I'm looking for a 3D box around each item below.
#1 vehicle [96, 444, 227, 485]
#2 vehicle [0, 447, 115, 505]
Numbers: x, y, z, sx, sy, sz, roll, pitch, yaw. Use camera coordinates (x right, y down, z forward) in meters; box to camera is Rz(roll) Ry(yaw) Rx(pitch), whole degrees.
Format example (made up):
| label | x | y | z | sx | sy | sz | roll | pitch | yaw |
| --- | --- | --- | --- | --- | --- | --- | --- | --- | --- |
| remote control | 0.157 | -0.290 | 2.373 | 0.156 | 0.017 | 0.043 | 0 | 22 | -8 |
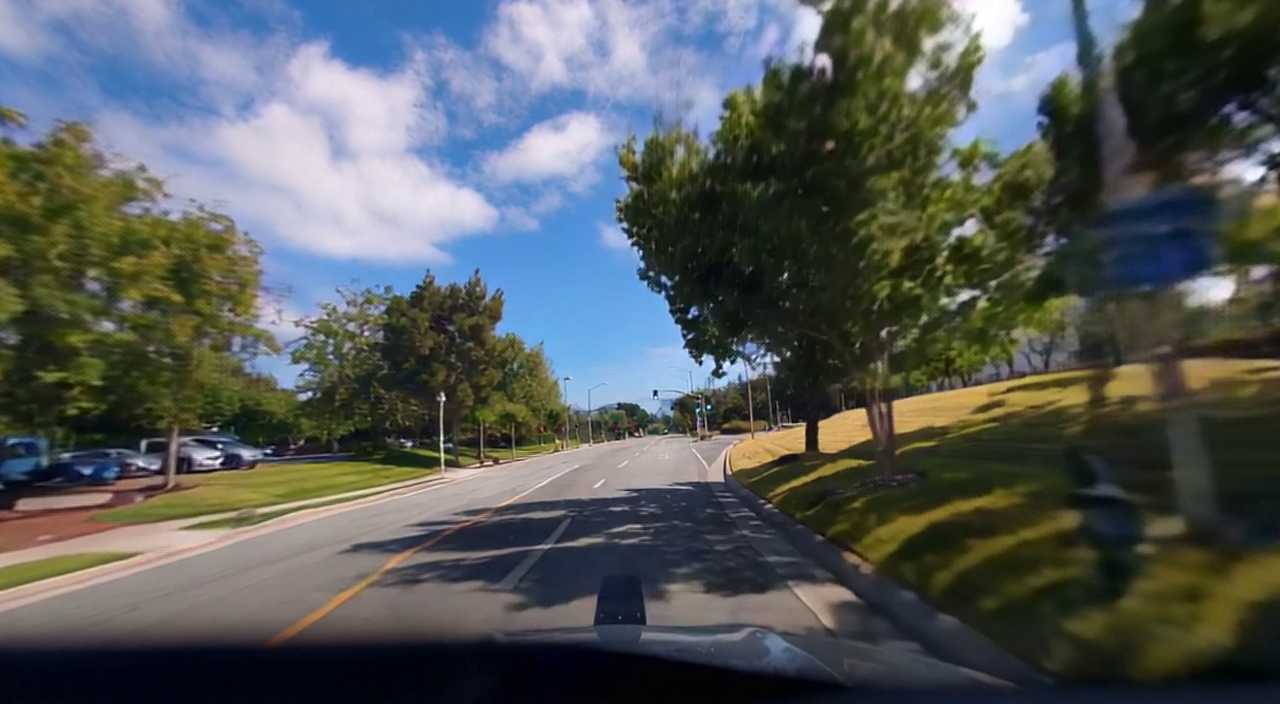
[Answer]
| label | x | y | z | sx | sy | sz | roll | pitch | yaw |
| --- | --- | --- | --- | --- | --- | --- | --- | --- | --- |
| vehicle | -20.074 | 4.657 | 26.463 | 4.187 | 1.510 | 1.857 | 6 | -11 | -40 |
| vehicle | -19.550 | 3.892 | 19.894 | 4.342 | 1.651 | 1.966 | 6 | -10 | -38 |
